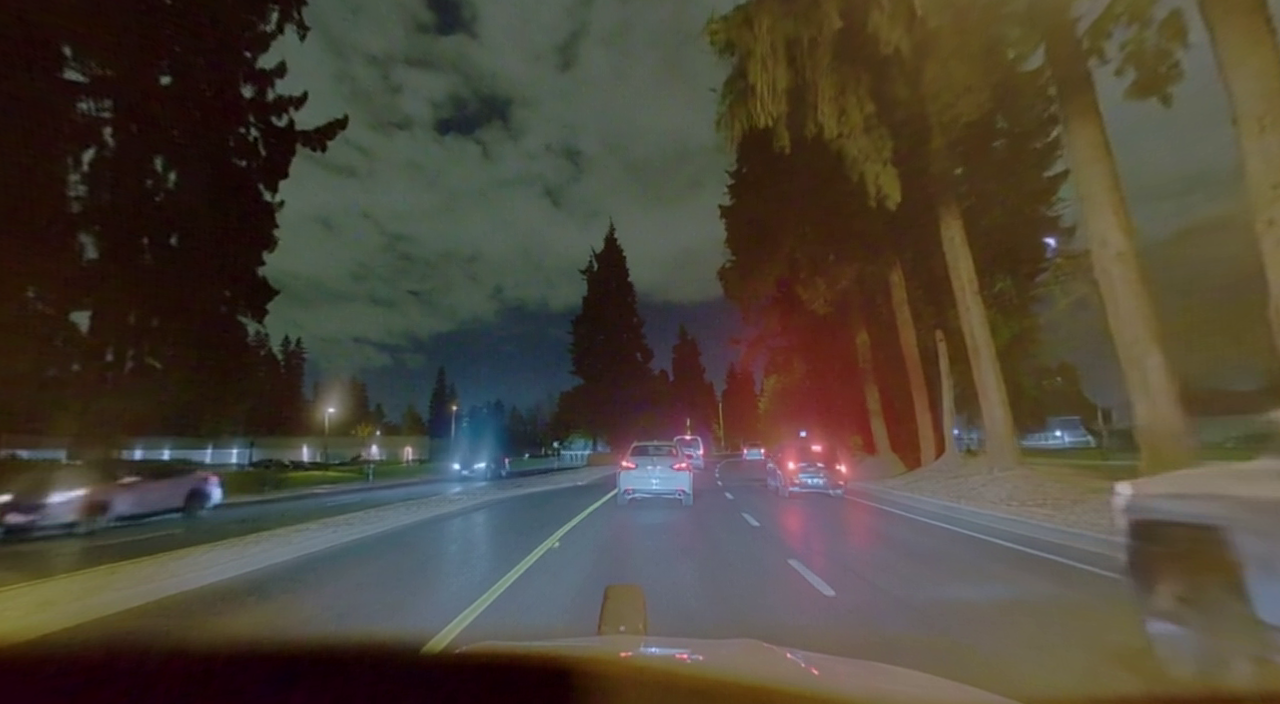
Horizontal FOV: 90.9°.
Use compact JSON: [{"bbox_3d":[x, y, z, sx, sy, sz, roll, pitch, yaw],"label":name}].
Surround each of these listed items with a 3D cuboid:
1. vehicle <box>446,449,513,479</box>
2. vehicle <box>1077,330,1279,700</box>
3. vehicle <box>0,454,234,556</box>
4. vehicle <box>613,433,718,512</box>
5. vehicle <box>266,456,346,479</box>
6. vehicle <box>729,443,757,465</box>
[{"bbox_3d":[-8.913,6.257,35.464,2.027,1.511,4.711,-2,-8,8],"label":"vehicle"},{"bbox_3d":[4.141,0.619,1.831,1.953,1.818,5.299,0,-8,0],"label":"vehicle"},{"bbox_3d":[-10.352,2.765,12.155,1.909,1.468,4.597,-1,-8,1],"label":"vehicle"},{"bbox_3d":[0.676,2.780,15.059,2.154,1.585,3.997,-1,-8,5],"label":"vehicle"},{"bbox_3d":[-25.026,8.676,47.342,4.951,1.618,1.952,-1,-8,6],"label":"vehicle"},{"bbox_3d":[7.711,7.646,47.440,1.984,1.507,4.359,-2,-8,8],"label":"vehicle"}]
